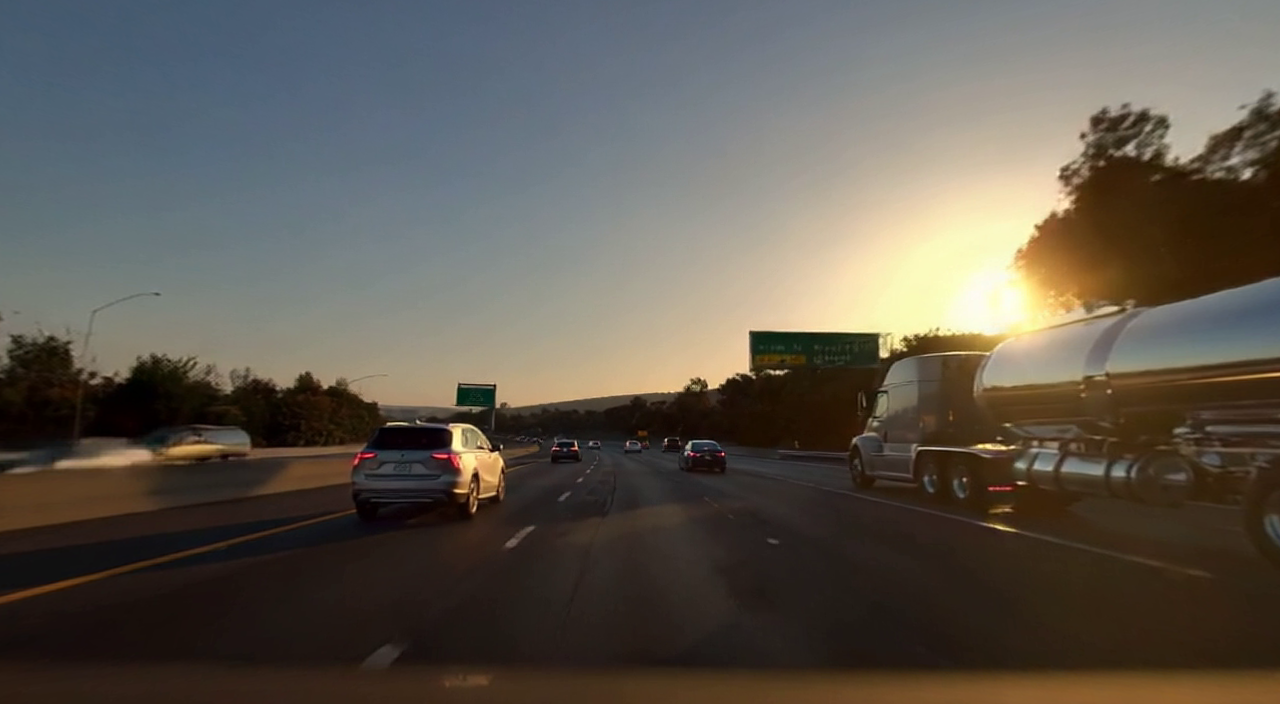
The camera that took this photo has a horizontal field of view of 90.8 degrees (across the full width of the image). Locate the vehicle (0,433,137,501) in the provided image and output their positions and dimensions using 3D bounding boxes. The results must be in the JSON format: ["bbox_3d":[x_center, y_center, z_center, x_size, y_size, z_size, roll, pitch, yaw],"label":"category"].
[{"bbox_3d":[-14.987,2.712,15.145,1.890,1.483,4.883,0,-8,-1],"label":"vehicle"}]

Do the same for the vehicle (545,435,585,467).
[{"bbox_3d":[-4.596,6.156,39.316,2.149,1.843,4.348,0,-8,-3],"label":"vehicle"}]

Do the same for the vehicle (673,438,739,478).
[{"bbox_3d":[2.694,4.444,26.760,2.053,1.510,4.400,0,-8,-3],"label":"vehicle"}]

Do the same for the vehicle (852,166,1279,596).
[{"bbox_3d":[7.380,0.887,9.993,3.548,3.827,11.870,0,-8,-2],"label":"vehicle"}]

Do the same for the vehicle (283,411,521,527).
[{"bbox_3d":[-4.343,2.287,13.011,2.684,1.839,5.803,0,-8,0],"label":"vehicle"}]
